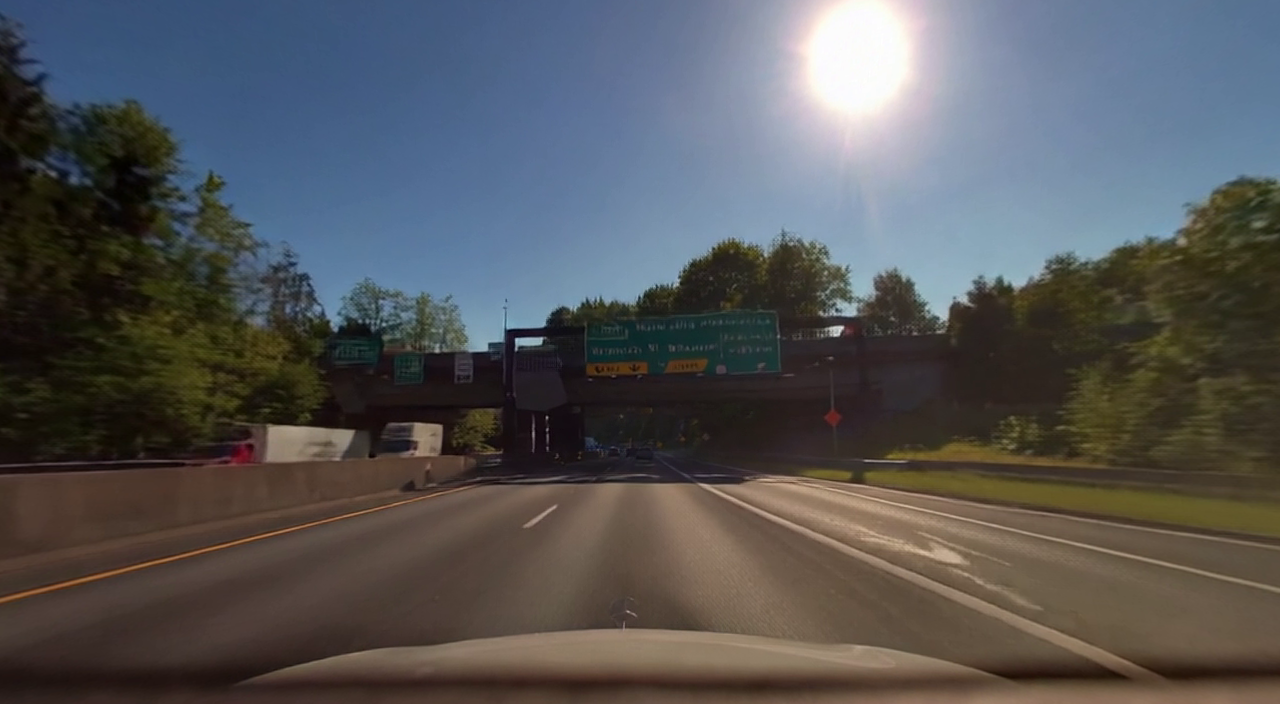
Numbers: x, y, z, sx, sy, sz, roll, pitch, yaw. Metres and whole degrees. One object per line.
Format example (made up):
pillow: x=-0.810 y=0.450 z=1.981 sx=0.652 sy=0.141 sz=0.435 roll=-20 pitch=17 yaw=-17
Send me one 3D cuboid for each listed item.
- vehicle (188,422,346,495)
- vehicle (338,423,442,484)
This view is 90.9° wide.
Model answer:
vehicle: x=-16.710 y=4.842 z=29.021 sx=2.881 sy=2.910 sz=7.027 roll=0 pitch=-9 yaw=0
vehicle: x=-12.166 y=5.023 z=31.330 sx=2.488 sy=2.689 sz=5.896 roll=-1 pitch=-9 yaw=3
